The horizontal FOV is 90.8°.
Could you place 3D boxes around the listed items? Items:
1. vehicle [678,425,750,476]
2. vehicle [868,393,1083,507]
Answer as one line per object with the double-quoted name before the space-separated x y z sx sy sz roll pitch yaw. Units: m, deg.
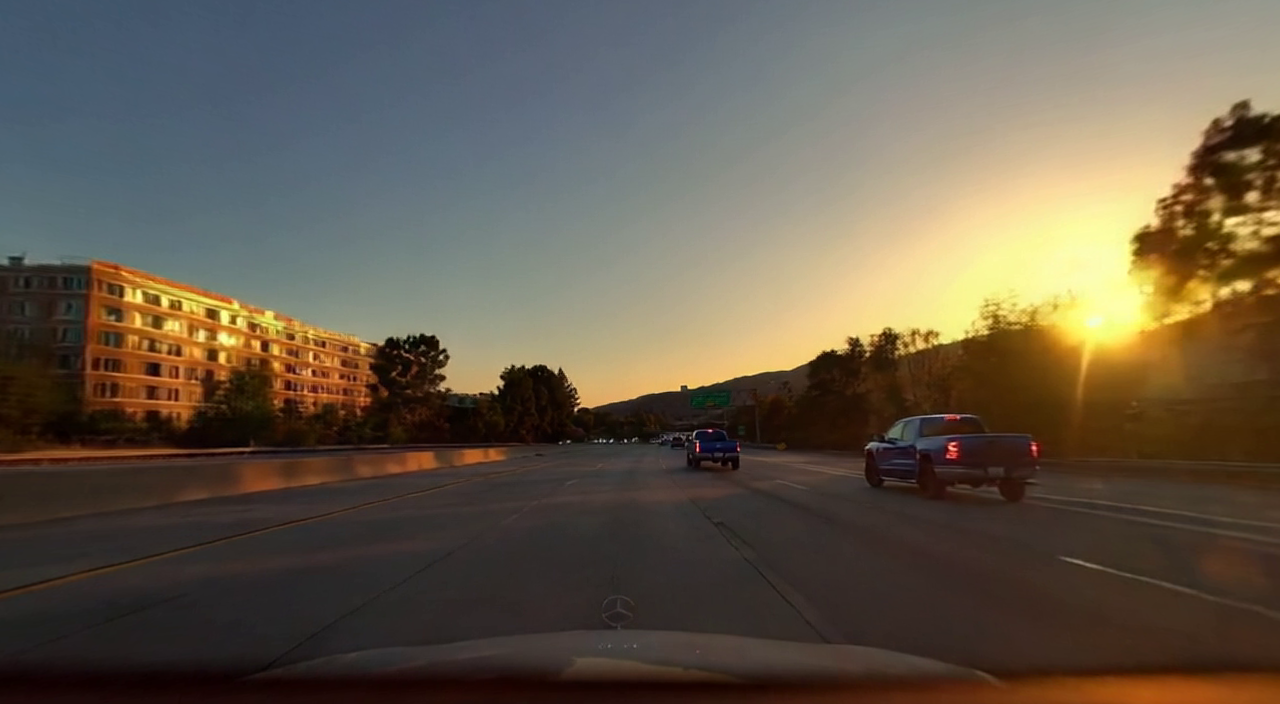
"vehicle" 3.086 4.279 27.614 2.462 1.984 4.718 0 -9 -2
"vehicle" 7.698 2.358 15.377 2.158 2.268 5.396 0 -9 -1
